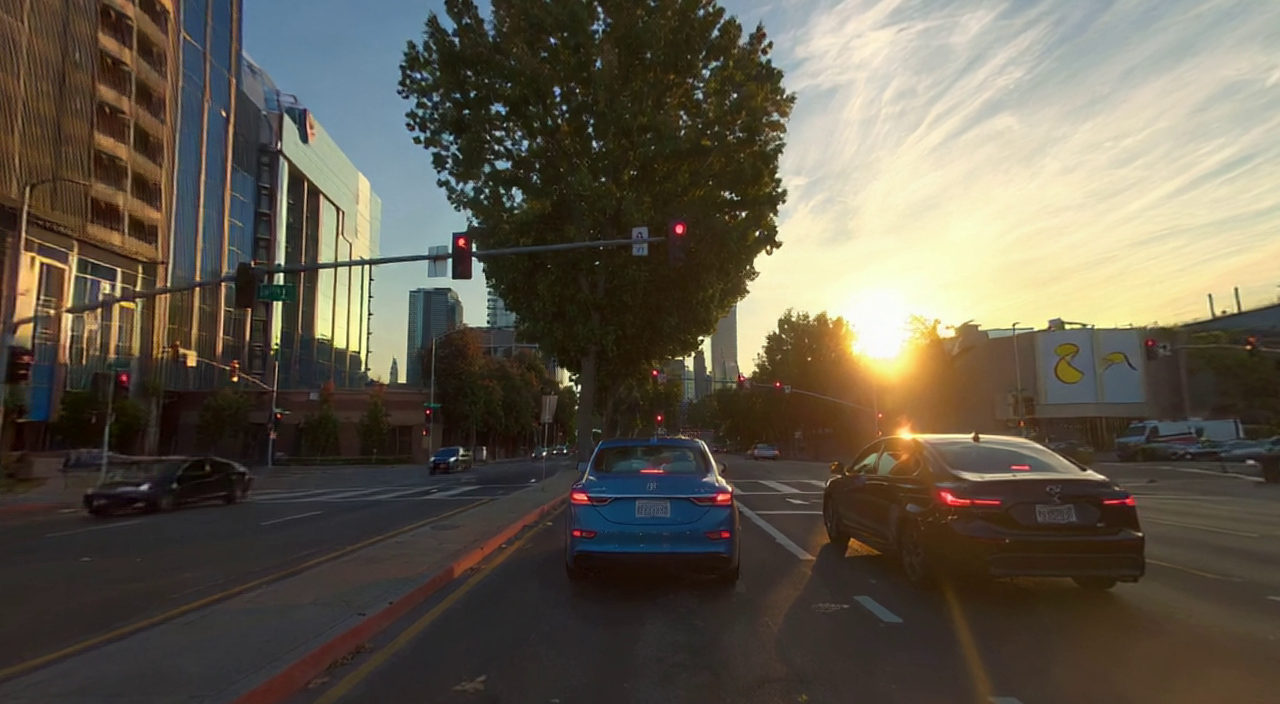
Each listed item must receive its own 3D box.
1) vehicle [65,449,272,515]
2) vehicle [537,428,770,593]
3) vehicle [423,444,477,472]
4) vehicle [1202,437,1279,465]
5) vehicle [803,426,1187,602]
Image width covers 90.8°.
[{"bbox_3d":[-11.940,3.274,16.485,1.922,1.466,4.422,0,-9,1],"label":"vehicle"},{"bbox_3d":[0.090,1.734,7.745,2.087,1.468,4.014,0,-9,-1],"label":"vehicle"},{"bbox_3d":[-12.093,6.777,40.526,2.009,1.642,4.482,0,-9,0],"label":"vehicle"},{"bbox_3d":[35.208,5.641,36.137,4.190,1.535,1.998,0,-9,-1],"label":"vehicle"},{"bbox_3d":[3.644,1.737,7.747,2.018,1.491,4.544,0,-9,-1],"label":"vehicle"}]
